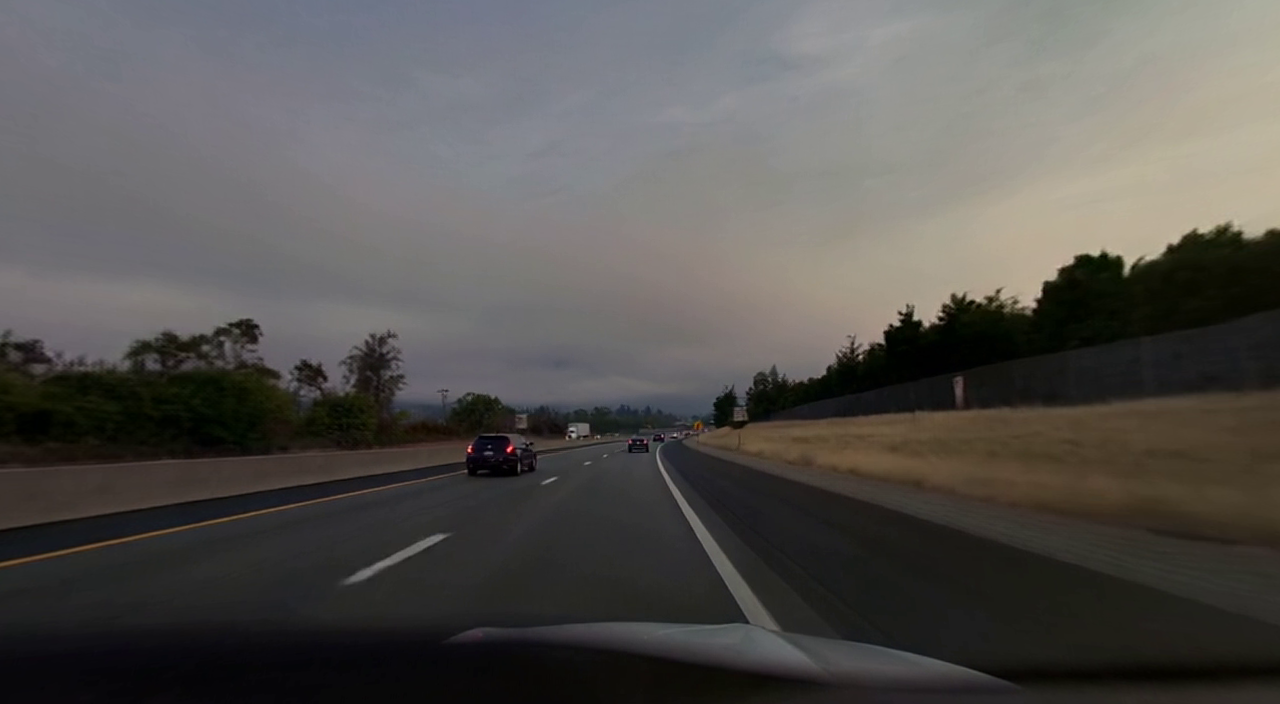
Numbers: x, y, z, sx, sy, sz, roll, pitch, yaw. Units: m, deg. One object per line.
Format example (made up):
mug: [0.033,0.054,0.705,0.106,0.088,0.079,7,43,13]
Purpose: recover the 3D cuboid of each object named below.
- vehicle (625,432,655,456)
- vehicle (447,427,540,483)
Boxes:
vehicle: [-0.016,6.841,46.941,2.146,1.636,4.026,0,-8,-1]
vehicle: [-4.811,3.453,21.364,2.075,1.653,4.317,-1,-8,1]
